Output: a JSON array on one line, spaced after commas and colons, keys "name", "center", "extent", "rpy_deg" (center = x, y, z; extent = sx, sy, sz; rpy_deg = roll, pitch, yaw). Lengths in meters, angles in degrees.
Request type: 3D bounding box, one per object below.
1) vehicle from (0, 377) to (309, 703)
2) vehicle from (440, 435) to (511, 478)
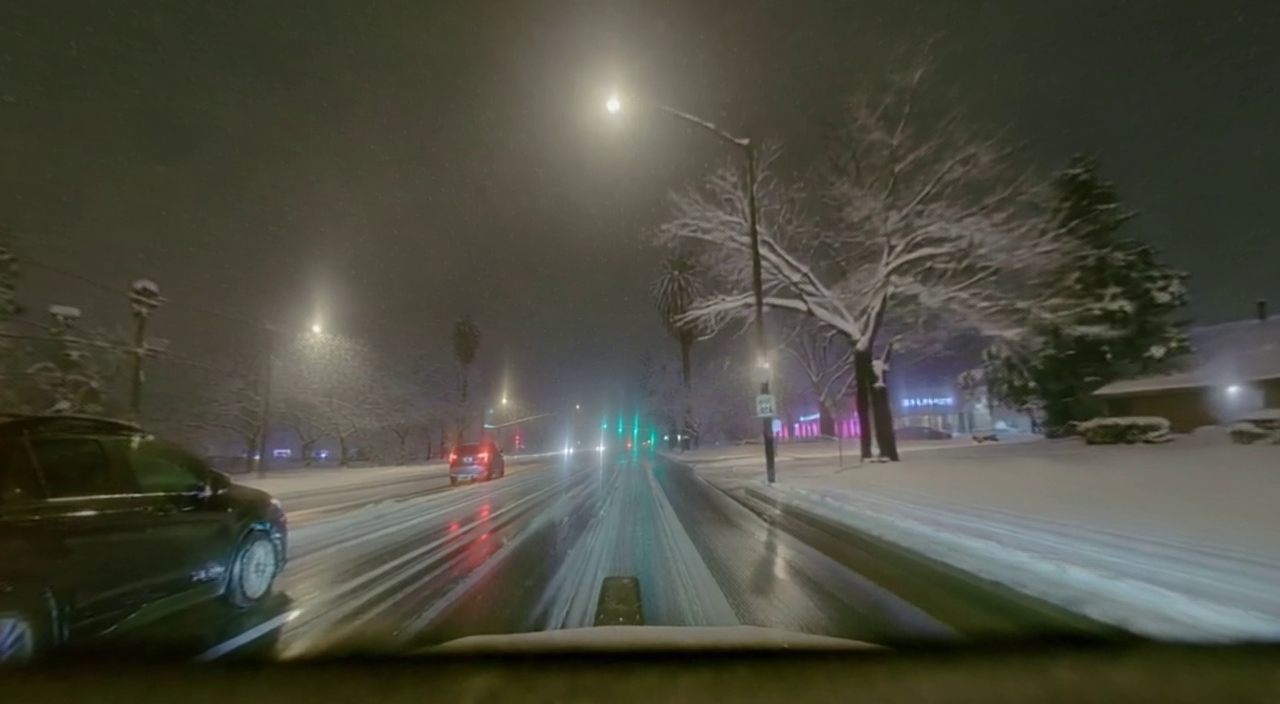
[{"name": "vehicle", "center": [-4.163, 1.066, 3.807], "extent": [2.041, 1.666, 4.182], "rpy_deg": [0, -9, -1]}, {"name": "vehicle", "center": [-7.549, 4.848, 29.390], "extent": [2.136, 1.844, 4.363], "rpy_deg": [0, -9, 0]}]
